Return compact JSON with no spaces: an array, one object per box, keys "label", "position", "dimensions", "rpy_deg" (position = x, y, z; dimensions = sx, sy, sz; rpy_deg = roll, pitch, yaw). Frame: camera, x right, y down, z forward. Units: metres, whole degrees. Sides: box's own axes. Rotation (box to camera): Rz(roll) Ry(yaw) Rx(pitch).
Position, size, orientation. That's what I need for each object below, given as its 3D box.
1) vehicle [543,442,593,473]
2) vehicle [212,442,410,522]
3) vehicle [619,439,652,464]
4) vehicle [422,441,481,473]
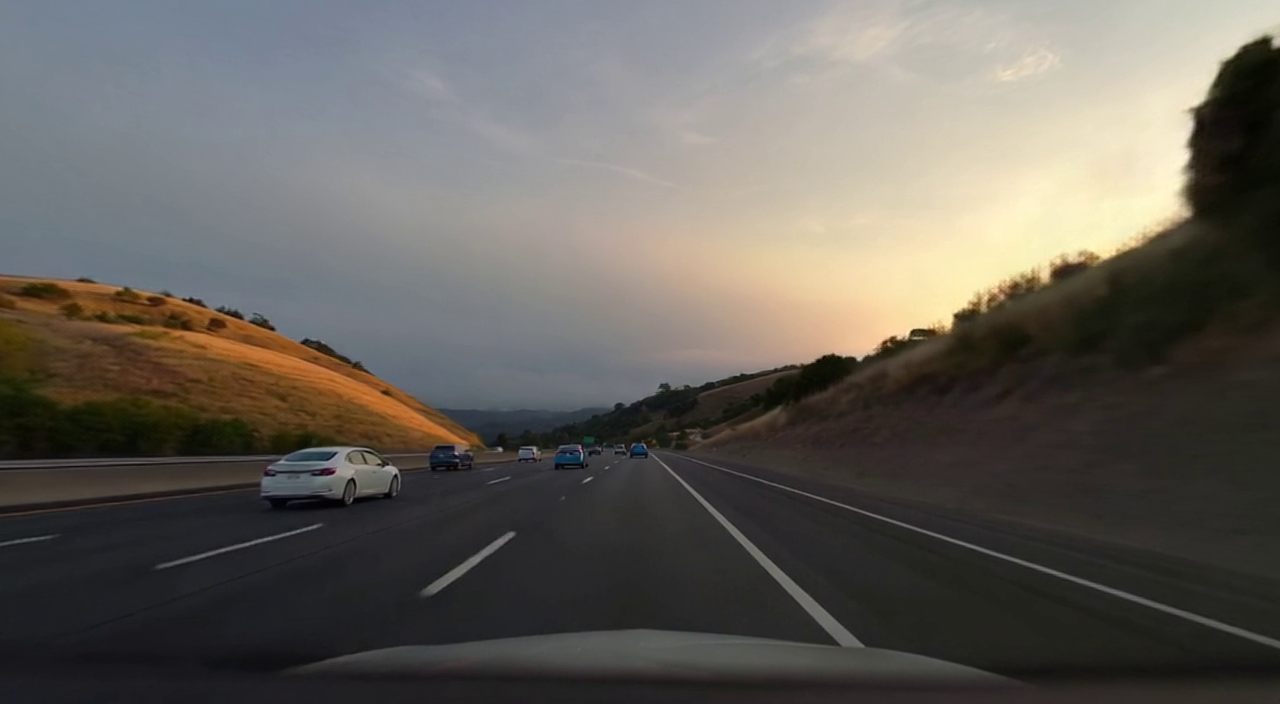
[{"label":"vehicle","position":[-3.841,5.703,34.449],"dimensions":[2.144,1.505,4.649],"rpy_deg":[0,-8,0]},{"label":"vehicle","position":[-6.860,2.709,13.811],"dimensions":[1.991,1.441,4.265],"rpy_deg":[0,-8,1]},{"label":"vehicle","position":[-0.336,6.989,44.654],"dimensions":[2.225,1.674,4.044],"rpy_deg":[0,-8,-1]},{"label":"vehicle","position":[-11.061,6.142,37.322],"dimensions":[2.025,1.750,4.505],"rpy_deg":[0,-8,1]}]
